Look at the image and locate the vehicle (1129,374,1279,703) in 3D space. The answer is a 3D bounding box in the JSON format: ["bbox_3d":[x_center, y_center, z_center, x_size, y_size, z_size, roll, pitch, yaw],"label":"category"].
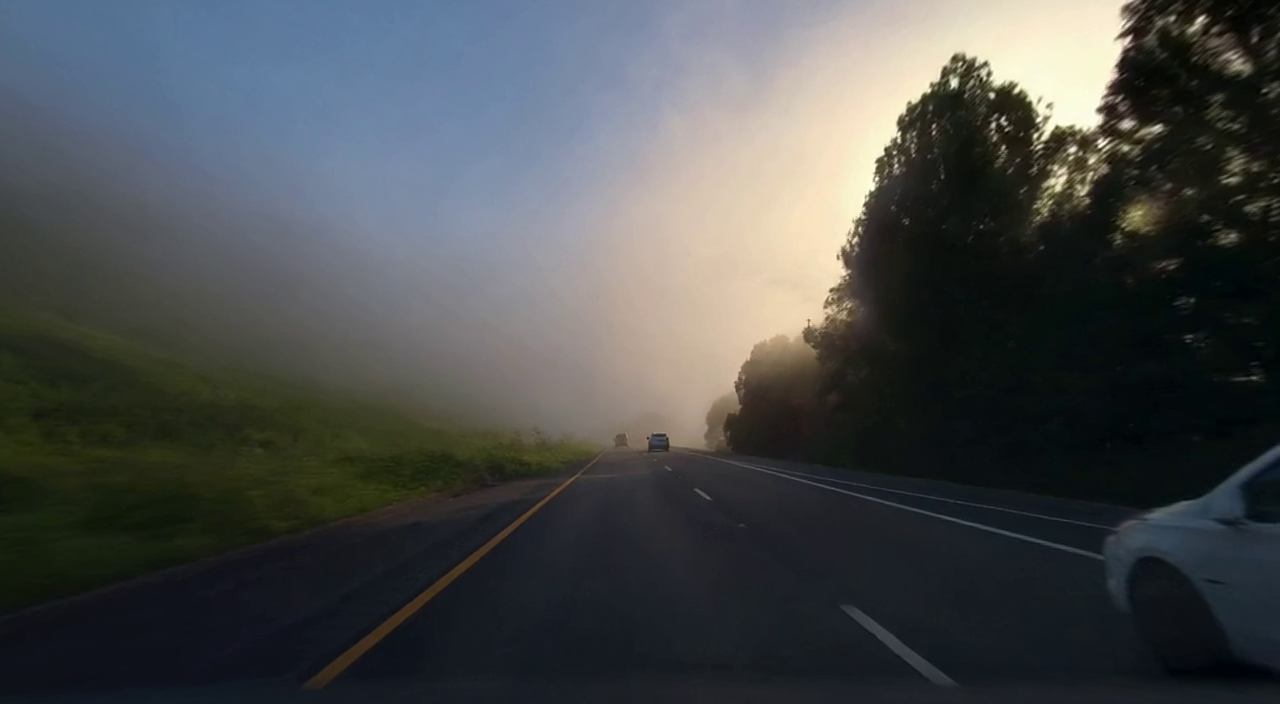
[{"bbox_3d":[3.432,0.652,0.935,2.052,1.545,4.124,0,-8,0],"label":"vehicle"}]
